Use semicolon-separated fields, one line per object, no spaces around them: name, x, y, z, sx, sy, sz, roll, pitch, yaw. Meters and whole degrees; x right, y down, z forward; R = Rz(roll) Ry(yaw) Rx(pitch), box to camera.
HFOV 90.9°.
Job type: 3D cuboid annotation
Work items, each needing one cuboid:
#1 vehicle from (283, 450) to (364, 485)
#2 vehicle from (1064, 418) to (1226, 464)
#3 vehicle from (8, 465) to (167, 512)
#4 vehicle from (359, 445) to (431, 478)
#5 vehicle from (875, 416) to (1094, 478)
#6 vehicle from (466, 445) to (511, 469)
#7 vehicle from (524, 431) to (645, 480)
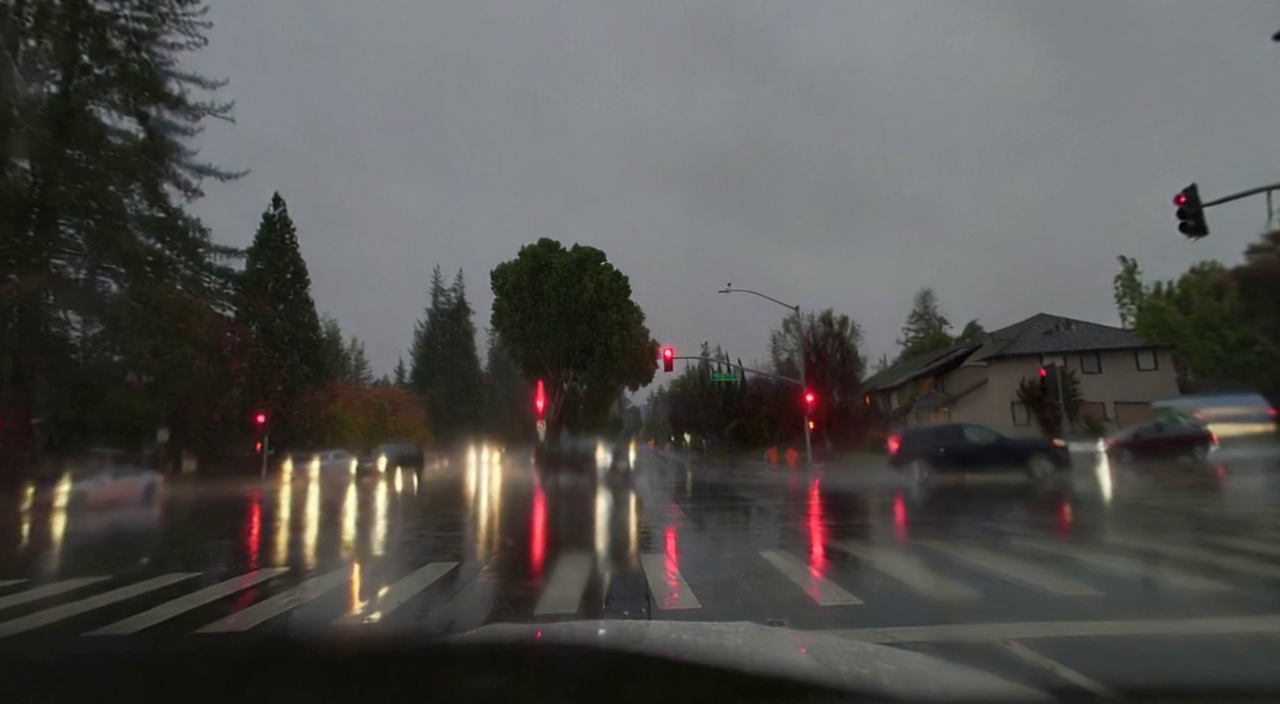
vehicle;-17.331;6.308;34.768;2.006;1.735;4.591;0;-9;1
vehicle;17.326;3.091;21.788;3.969;1.493;1.823;0;-9;1
vehicle;-20.899;5.145;24.178;1.860;1.473;4.655;0;-9;1
vehicle;-14.062;6.312;36.561;2.093;1.769;4.971;0;-9;1
vehicle;9.924;2.828;18.670;5.217;1.673;2.006;-2;-9;11
vehicle;-10.038;6.993;42.069;2.017;1.496;4.749;0;-9;-3
vehicle;-2.353;4.141;25.389;2.191;1.731;5.188;7;-11;-41
